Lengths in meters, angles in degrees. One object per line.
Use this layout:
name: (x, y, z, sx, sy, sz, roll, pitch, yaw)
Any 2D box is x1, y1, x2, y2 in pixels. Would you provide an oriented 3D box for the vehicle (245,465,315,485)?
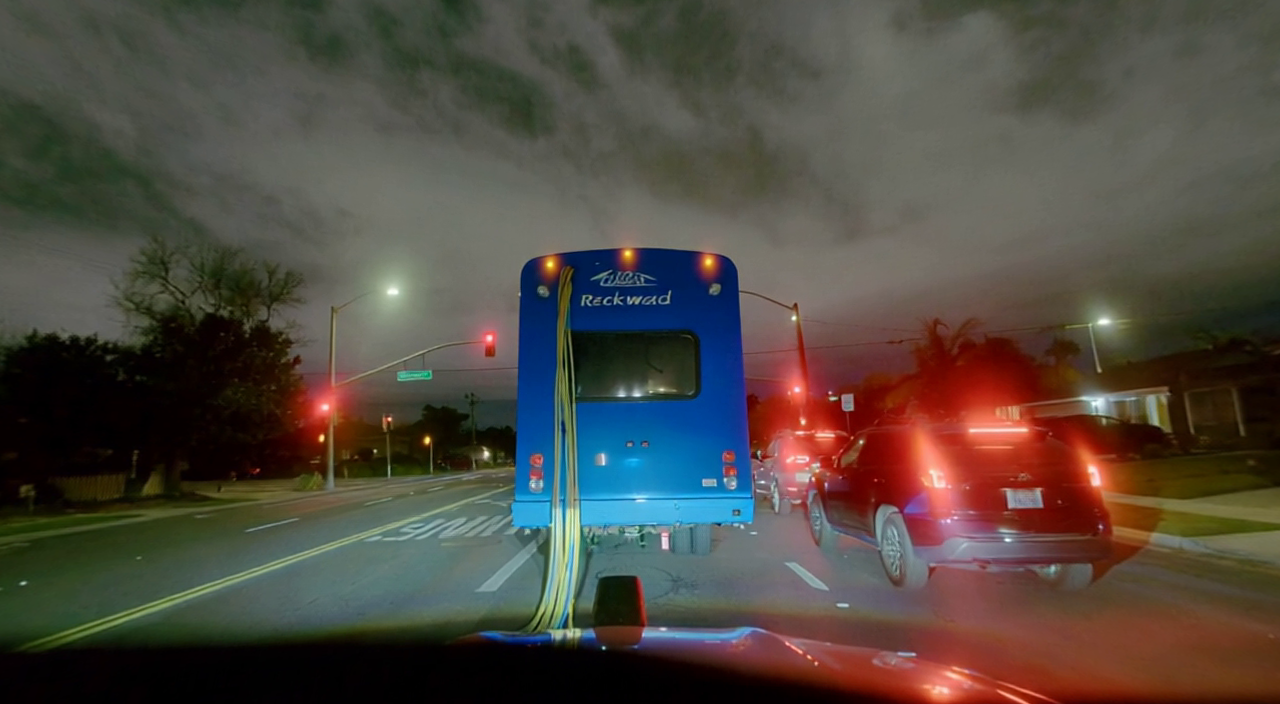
vehicle: (-27.403, 9.357, 48.145, 4.187, 1.445, 1.809, 0, -9, 0)

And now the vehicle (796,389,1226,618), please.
vehicle: (3.404, 1.491, 7.121, 2.104, 1.735, 4.408, 0, -9, 0)

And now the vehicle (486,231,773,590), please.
vehicle: (-0.100, 1.109, 10.273, 2.709, 3.511, 8.213, 0, -9, 0)

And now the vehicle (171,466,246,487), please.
vehicle: (-32.693, 9.405, 47.958, 4.311, 1.458, 1.707, 0, -9, -3)
